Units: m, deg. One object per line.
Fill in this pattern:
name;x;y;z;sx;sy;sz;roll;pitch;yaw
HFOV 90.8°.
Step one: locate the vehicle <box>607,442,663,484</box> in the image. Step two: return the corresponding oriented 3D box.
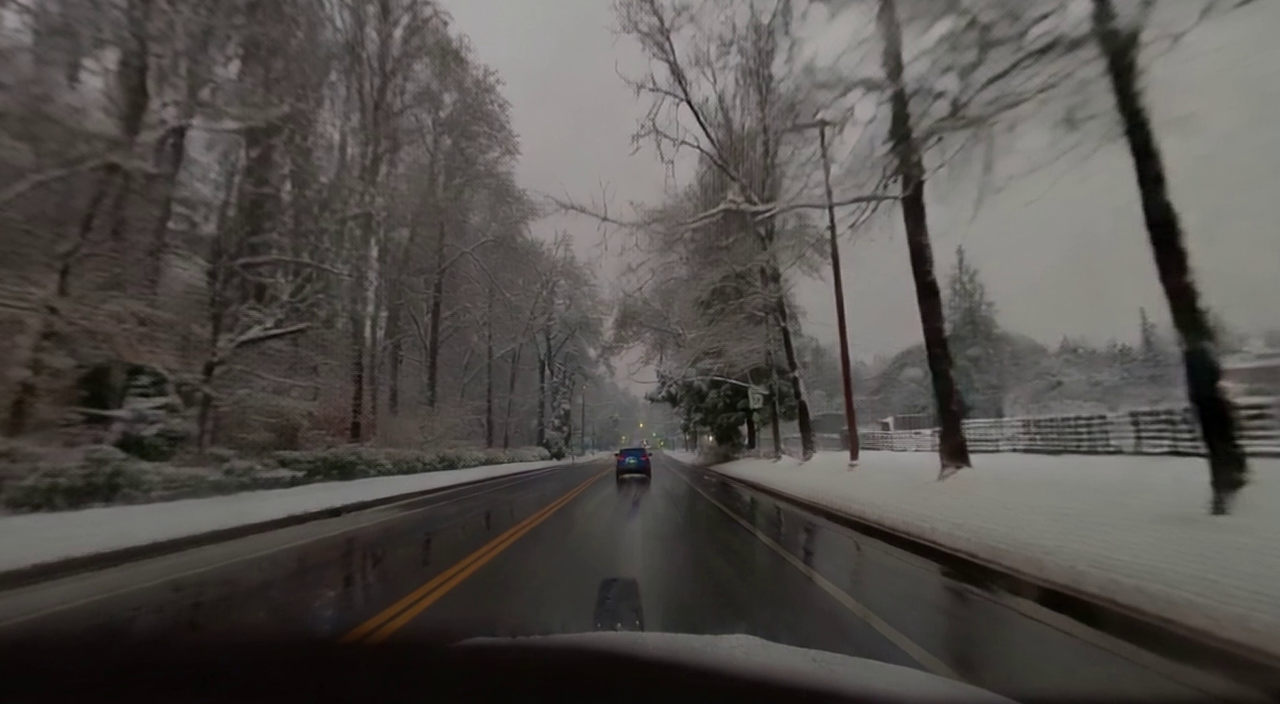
vehicle;-0.159;4.645;26.772;2.152;1.574;4.223;-1;-8;1
